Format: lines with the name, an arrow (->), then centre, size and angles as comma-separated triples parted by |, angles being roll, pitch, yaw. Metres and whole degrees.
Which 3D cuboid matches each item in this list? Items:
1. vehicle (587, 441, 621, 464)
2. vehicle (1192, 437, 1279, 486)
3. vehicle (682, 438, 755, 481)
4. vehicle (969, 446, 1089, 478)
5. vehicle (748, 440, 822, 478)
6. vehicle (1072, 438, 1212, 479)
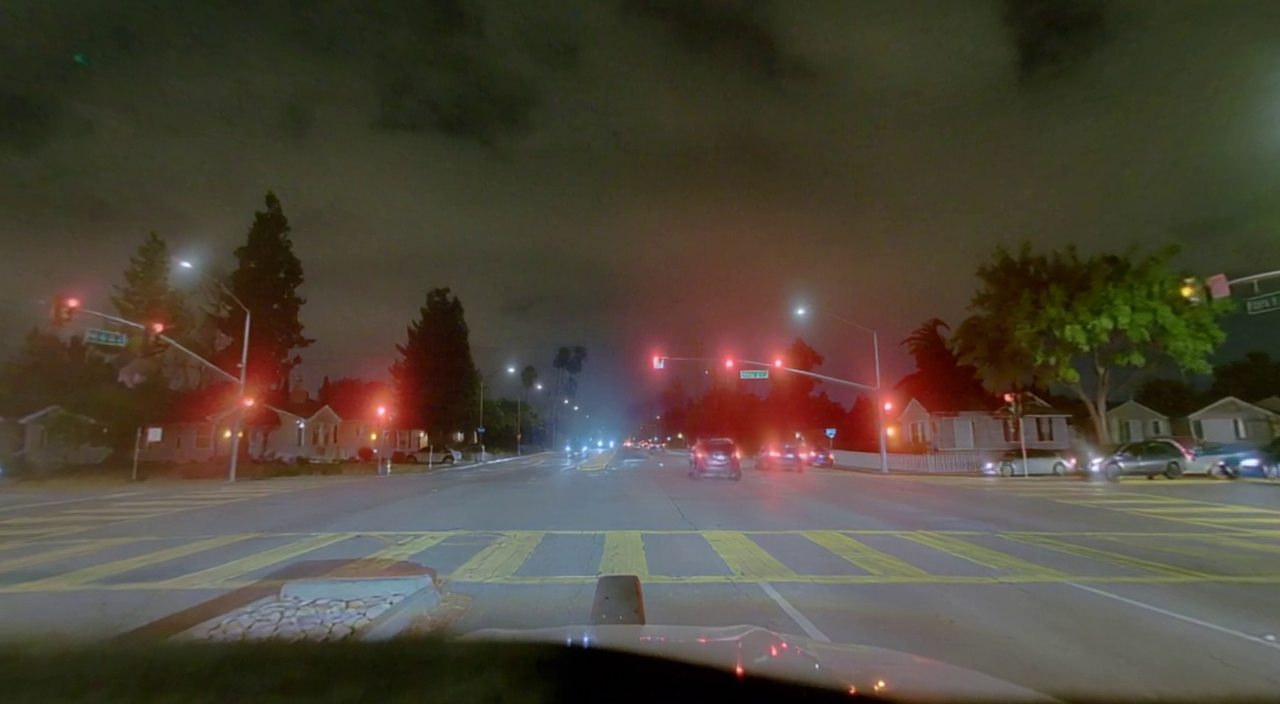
vehicle -> -2.364, 6.713, 42.285 | 2.045, 1.484, 3.991 | 0, -9, 0
vehicle -> 23.651, 4.040, 23.453 | 4.417, 1.725, 1.969 | 0, -9, -1
vehicle -> 2.929, 4.173, 24.759 | 2.142, 1.506, 4.948 | 0, -9, -1
vehicle -> 19.761, 5.605, 32.229 | 4.874, 1.544, 1.779 | 0, -9, 1
vehicle -> 6.255, 4.676, 27.839 | 2.074, 1.530, 4.565 | 0, -9, -1
vehicle -> 23.523, 4.988, 29.732 | 4.807, 1.835, 2.033 | 0, -9, -1
